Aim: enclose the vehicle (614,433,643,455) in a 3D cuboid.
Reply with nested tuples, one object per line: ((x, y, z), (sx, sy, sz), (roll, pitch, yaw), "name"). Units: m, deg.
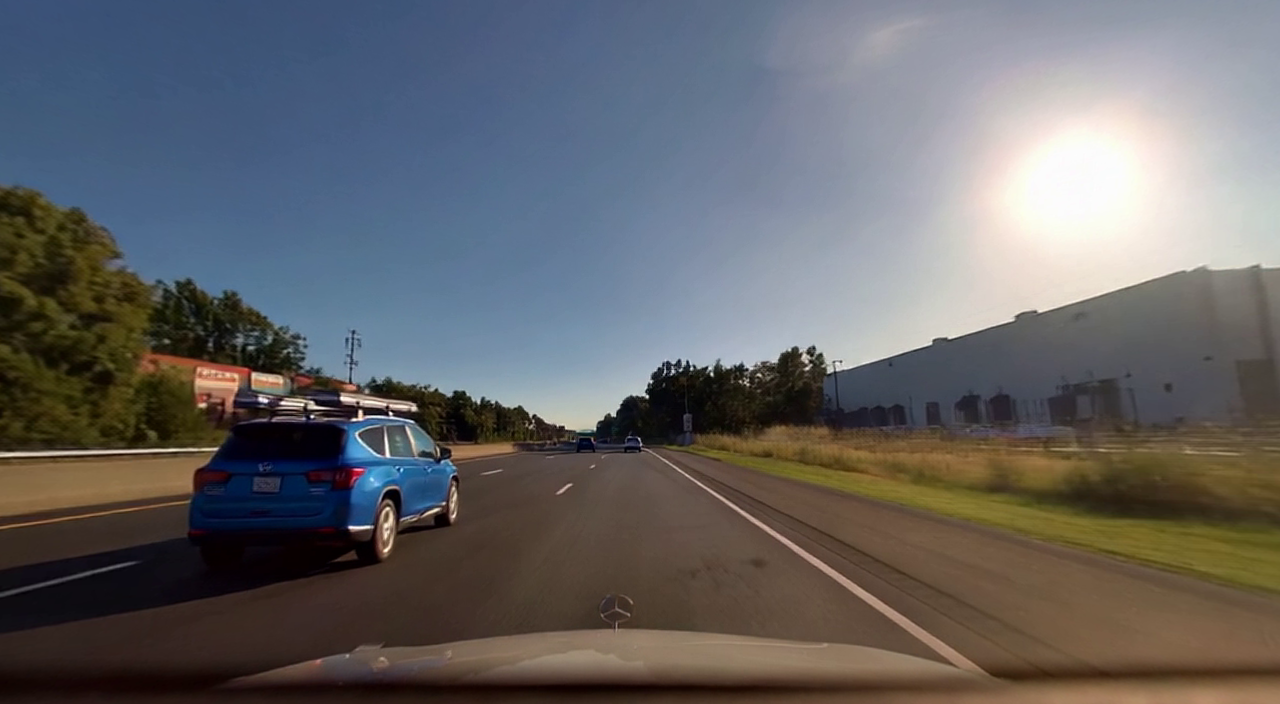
((-0.855, 7.140, 49.036), (2.151, 1.618, 3.898), (0, -8, -1), "vehicle")
